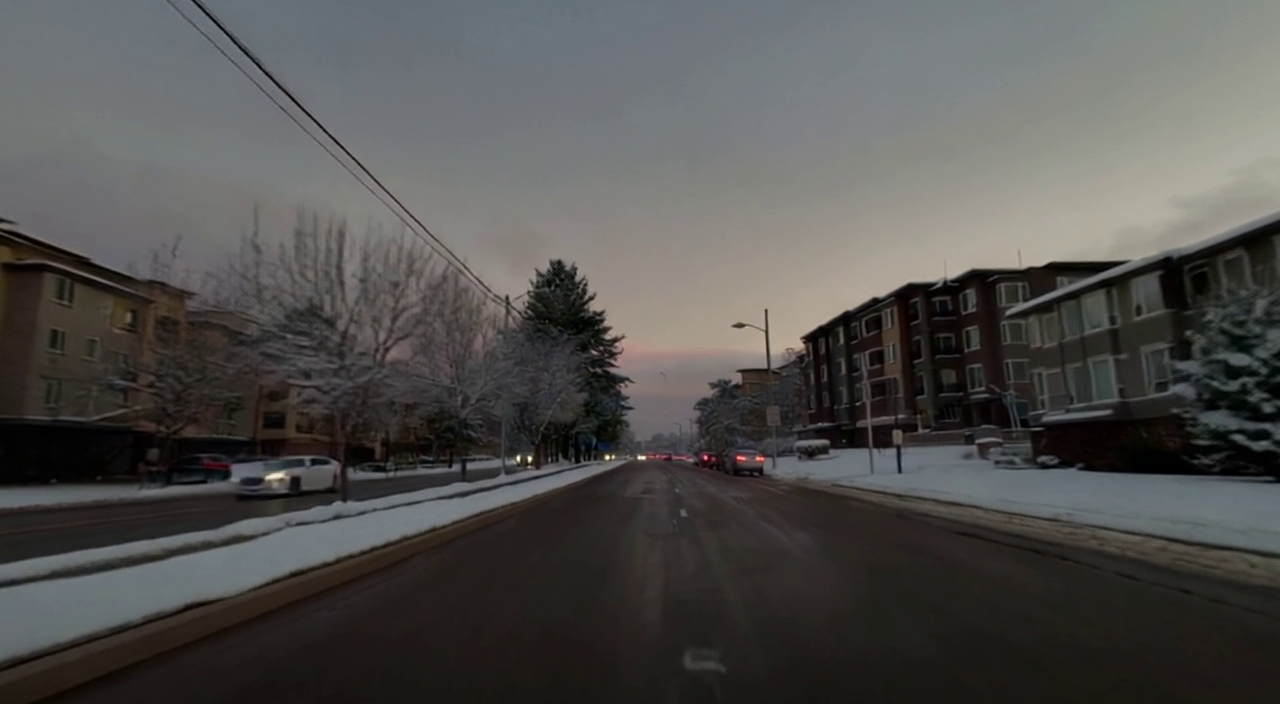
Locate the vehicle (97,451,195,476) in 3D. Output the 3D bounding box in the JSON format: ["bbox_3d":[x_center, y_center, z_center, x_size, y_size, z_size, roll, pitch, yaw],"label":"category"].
[{"bbox_3d":[-32.970,7.407,42.073,2.023,1.567,4.818,-8,-12,44],"label":"vehicle"}]

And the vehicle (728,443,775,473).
[{"bbox_3d":[7.329,7.021,41.961,2.241,1.877,4.810,0,-9,0],"label":"vehicle"}]

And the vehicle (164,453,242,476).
[{"bbox_3d":[-32.183,8.258,46.395,1.836,1.533,4.324,-8,-12,44],"label":"vehicle"}]

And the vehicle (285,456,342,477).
[{"bbox_3d":[-25.500,8.958,49.358,1.931,1.427,4.578,0,-9,2],"label":"vehicle"}]
